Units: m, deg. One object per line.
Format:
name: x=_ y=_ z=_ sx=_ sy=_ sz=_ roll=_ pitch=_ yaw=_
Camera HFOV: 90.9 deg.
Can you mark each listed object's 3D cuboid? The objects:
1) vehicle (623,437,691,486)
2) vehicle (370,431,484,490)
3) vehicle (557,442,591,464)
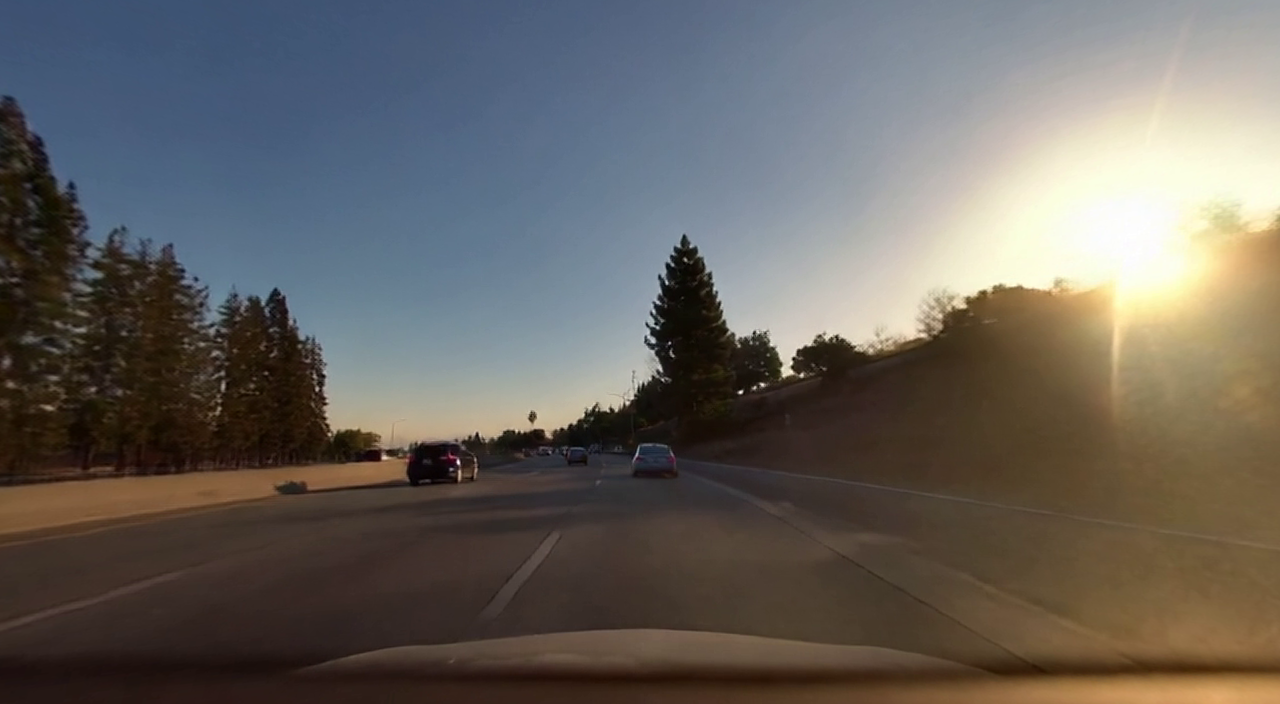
vehicle: x=0.457 y=3.634 z=21.153 sx=2.051 sy=1.444 sz=3.927 roll=0 pitch=-9 yaw=-1
vehicle: x=-6.857 y=3.565 z=20.971 sx=2.221 sy=1.693 sz=4.631 roll=0 pitch=-9 yaw=-1
vehicle: x=-4.741 y=7.357 z=46.085 sx=2.246 sy=1.519 sz=4.980 roll=0 pitch=-9 yaw=-3
